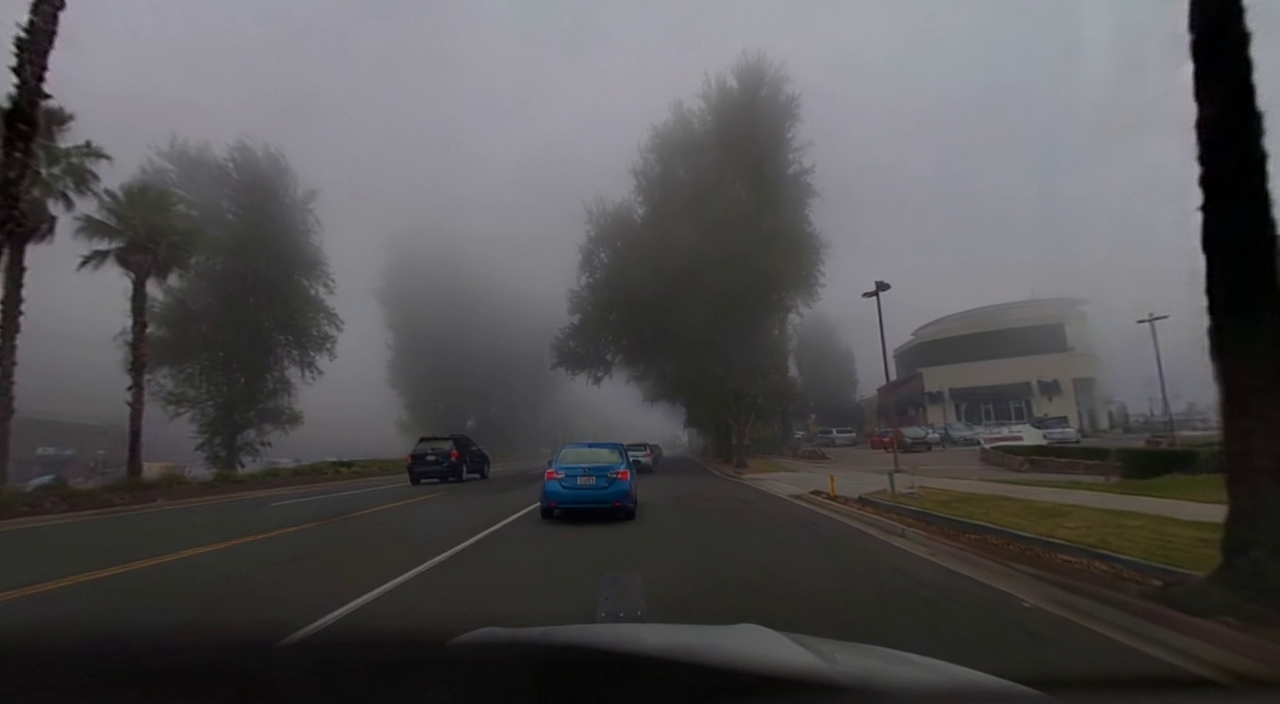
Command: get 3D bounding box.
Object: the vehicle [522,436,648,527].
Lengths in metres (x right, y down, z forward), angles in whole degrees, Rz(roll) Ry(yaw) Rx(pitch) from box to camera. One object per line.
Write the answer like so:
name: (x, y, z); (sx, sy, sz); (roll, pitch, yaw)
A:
vehicle: (-0.986, 2.415, 12.362); (2.067, 1.459, 3.886); (0, -8, -3)

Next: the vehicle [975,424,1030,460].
vehicle: (16.861, 4.186, 29.318); (1.961, 1.526, 4.640); (-5, -10, 30)

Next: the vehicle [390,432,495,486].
vehicle: (-7.724, 4.249, 25.416); (2.400, 1.900, 5.325); (0, -8, 1)

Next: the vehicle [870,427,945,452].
vehicle: (19.063, 6.274, 45.152); (1.925, 1.652, 4.490); (6, -10, -35)
